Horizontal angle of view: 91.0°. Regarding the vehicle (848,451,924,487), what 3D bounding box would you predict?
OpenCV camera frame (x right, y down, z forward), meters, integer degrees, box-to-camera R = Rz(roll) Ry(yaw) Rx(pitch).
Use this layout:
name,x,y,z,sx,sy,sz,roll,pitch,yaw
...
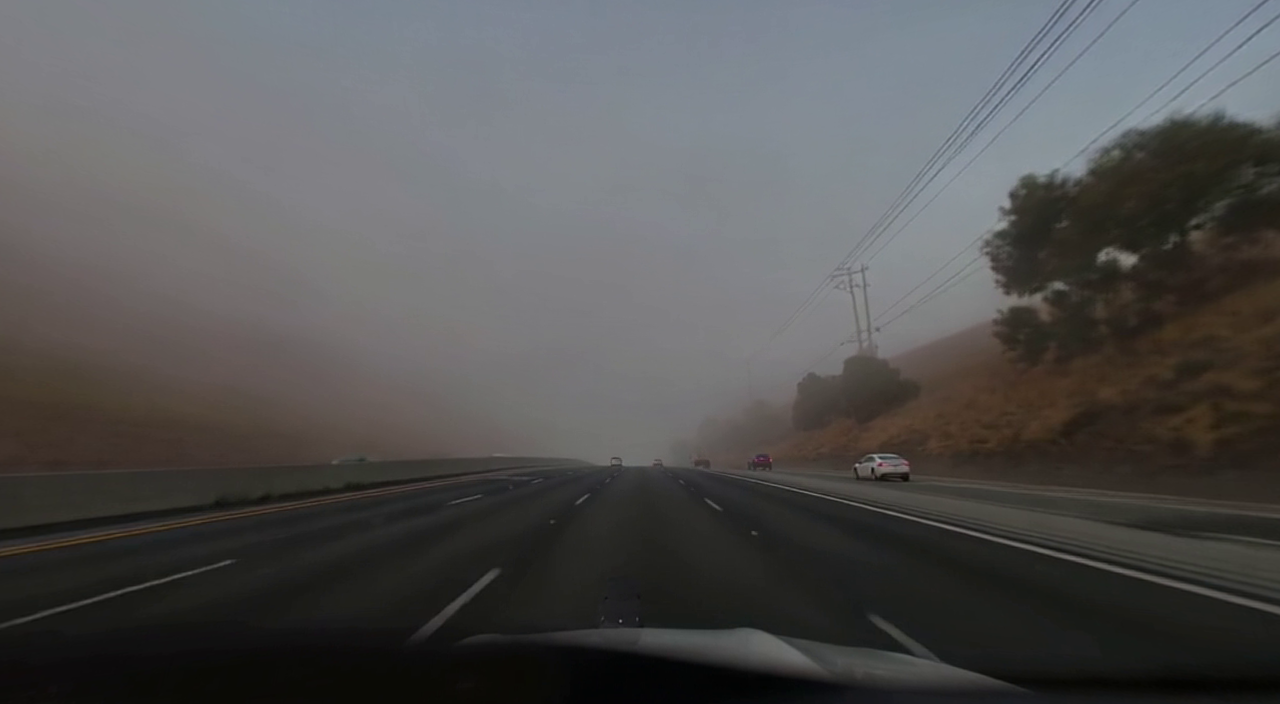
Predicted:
name,x,y,z,sx,sy,sz,roll,pitch,yaw
vehicle,11.158,5.323,28.880,1.884,1.486,3.770,1,-9,-1
